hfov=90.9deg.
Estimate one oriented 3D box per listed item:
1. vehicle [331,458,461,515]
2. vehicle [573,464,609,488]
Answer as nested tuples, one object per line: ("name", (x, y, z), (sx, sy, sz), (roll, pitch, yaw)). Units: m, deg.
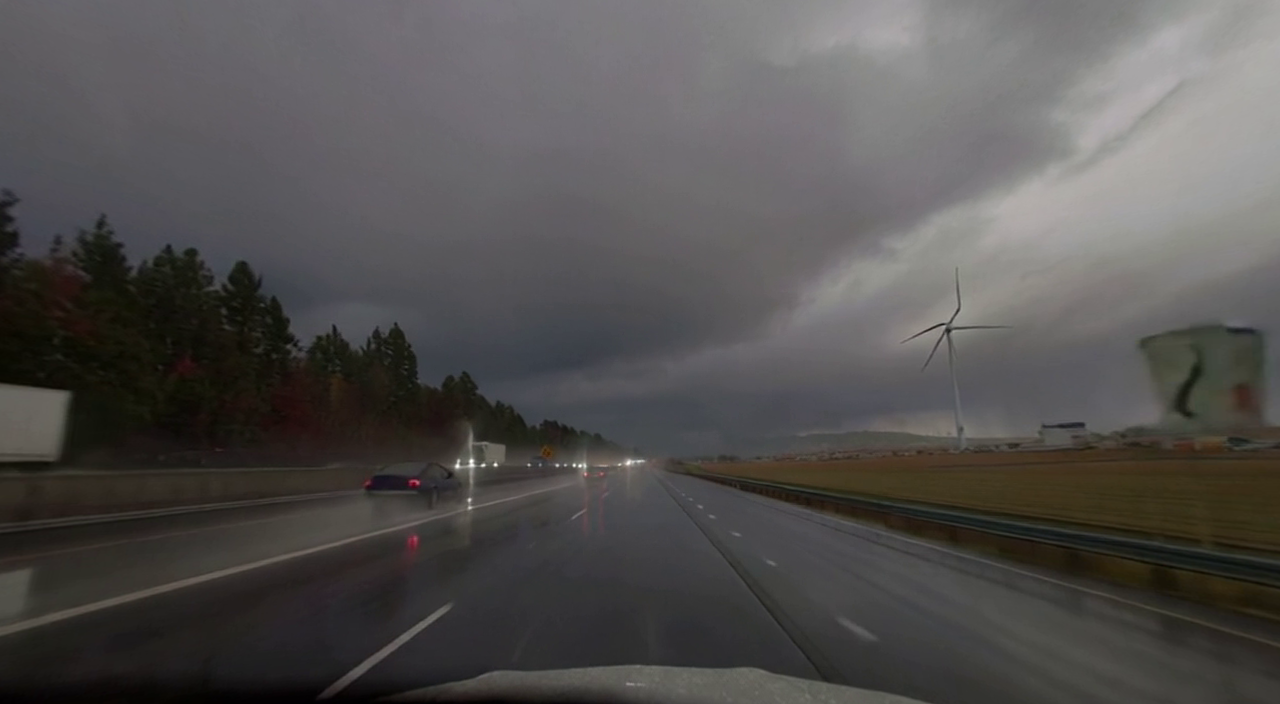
("vehicle", (-7.144, 3.985, 19.051), (1.956, 1.451, 4.674), (1, -10, 1))
("vehicle", (-3.332, 8.614, 43.925), (2.039, 1.505, 4.843), (1, -10, 1))
